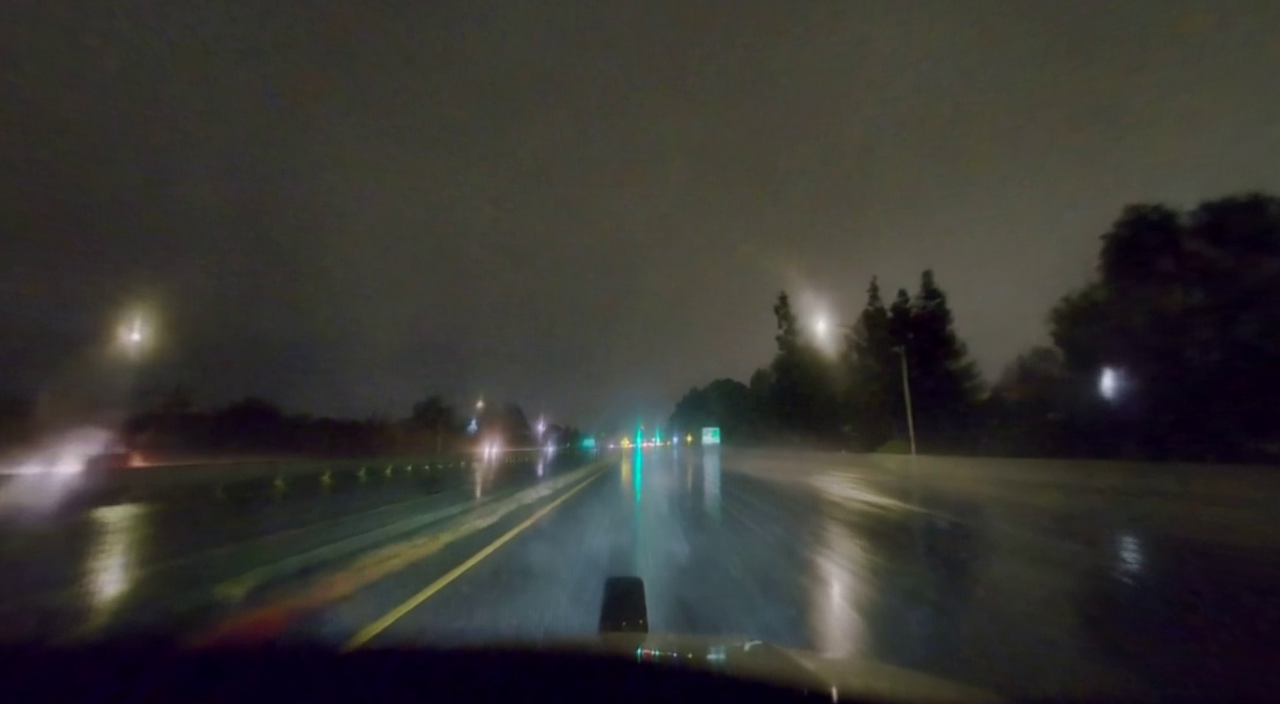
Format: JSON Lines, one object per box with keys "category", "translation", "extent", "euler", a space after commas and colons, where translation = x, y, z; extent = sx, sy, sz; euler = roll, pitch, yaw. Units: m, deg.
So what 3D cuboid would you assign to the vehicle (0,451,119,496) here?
{"category": "vehicle", "translation": [-27.830, 5.576, 29.414], "extent": [2.286, 1.839, 5.522], "euler": [0, -8, 0]}
